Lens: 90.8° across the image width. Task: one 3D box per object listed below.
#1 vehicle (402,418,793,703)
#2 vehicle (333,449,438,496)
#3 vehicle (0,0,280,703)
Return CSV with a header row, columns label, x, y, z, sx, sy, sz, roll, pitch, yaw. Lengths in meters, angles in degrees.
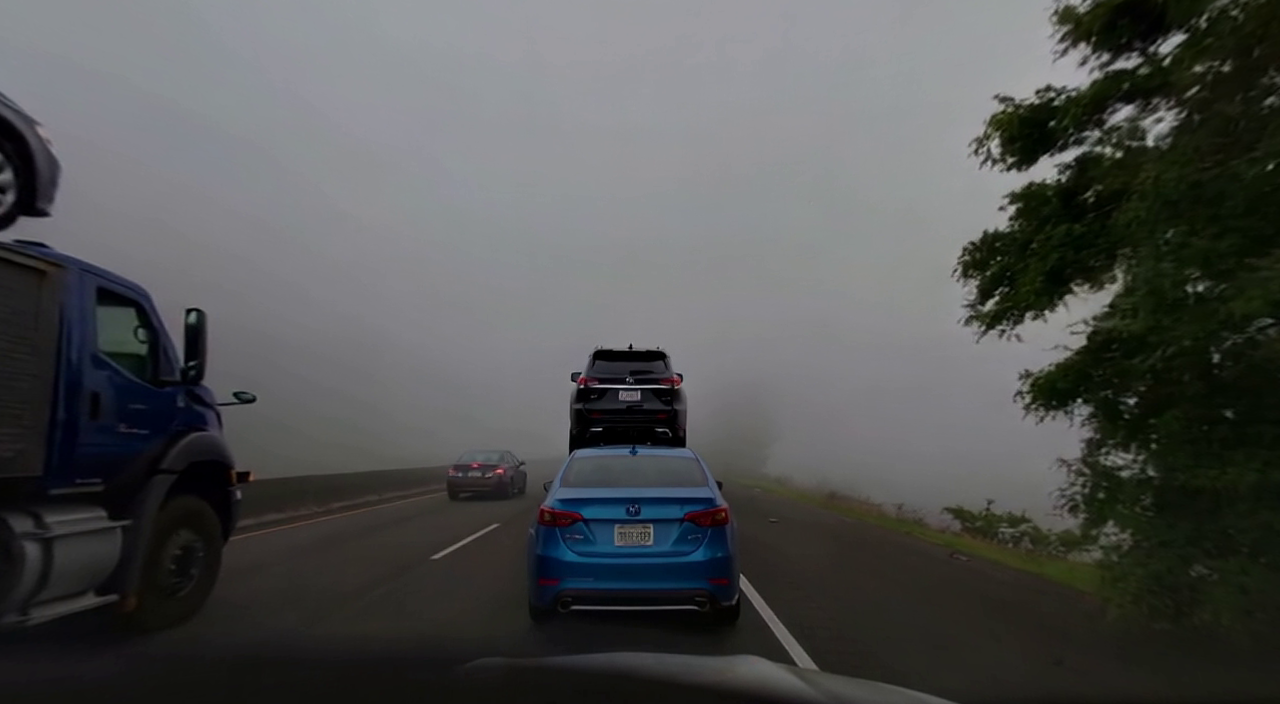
label,x,y,z,sx,sy,sz,roll,pitch,yaw
vehicle,-0.258,1.364,4.998,1.991,1.507,3.391,0,-9,-2
vehicle,-8.777,4.157,22.209,1.834,1.469,4.362,0,-9,1
vehicle,-4.507,-0.158,2.114,2.963,3.836,6.016,0,-9,-1
